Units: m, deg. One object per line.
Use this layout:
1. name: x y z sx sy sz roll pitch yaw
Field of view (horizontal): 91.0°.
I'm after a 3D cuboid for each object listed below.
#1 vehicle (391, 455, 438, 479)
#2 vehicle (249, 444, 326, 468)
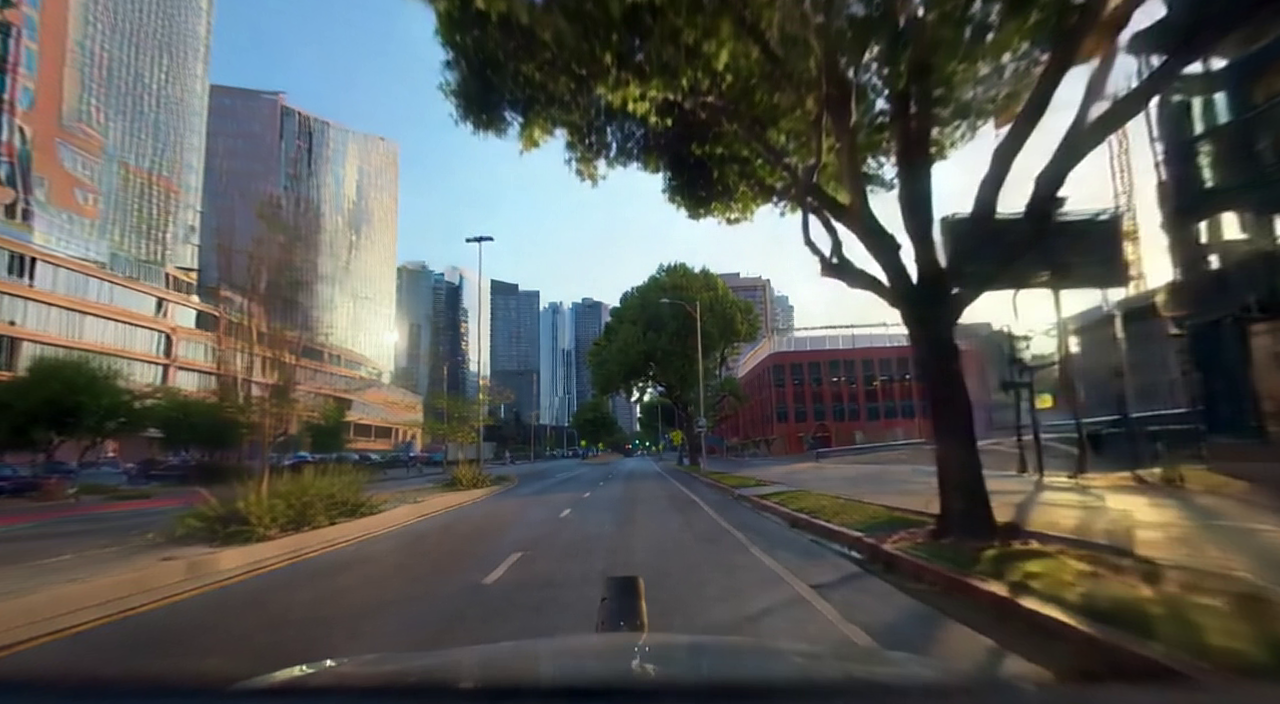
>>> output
1. vehicle: -17.267 8.796 48.377 1.921 1.541 4.541 -1 -8 0
2. vehicle: -25.598 7.584 45.838 4.308 1.612 1.989 1 -8 0
